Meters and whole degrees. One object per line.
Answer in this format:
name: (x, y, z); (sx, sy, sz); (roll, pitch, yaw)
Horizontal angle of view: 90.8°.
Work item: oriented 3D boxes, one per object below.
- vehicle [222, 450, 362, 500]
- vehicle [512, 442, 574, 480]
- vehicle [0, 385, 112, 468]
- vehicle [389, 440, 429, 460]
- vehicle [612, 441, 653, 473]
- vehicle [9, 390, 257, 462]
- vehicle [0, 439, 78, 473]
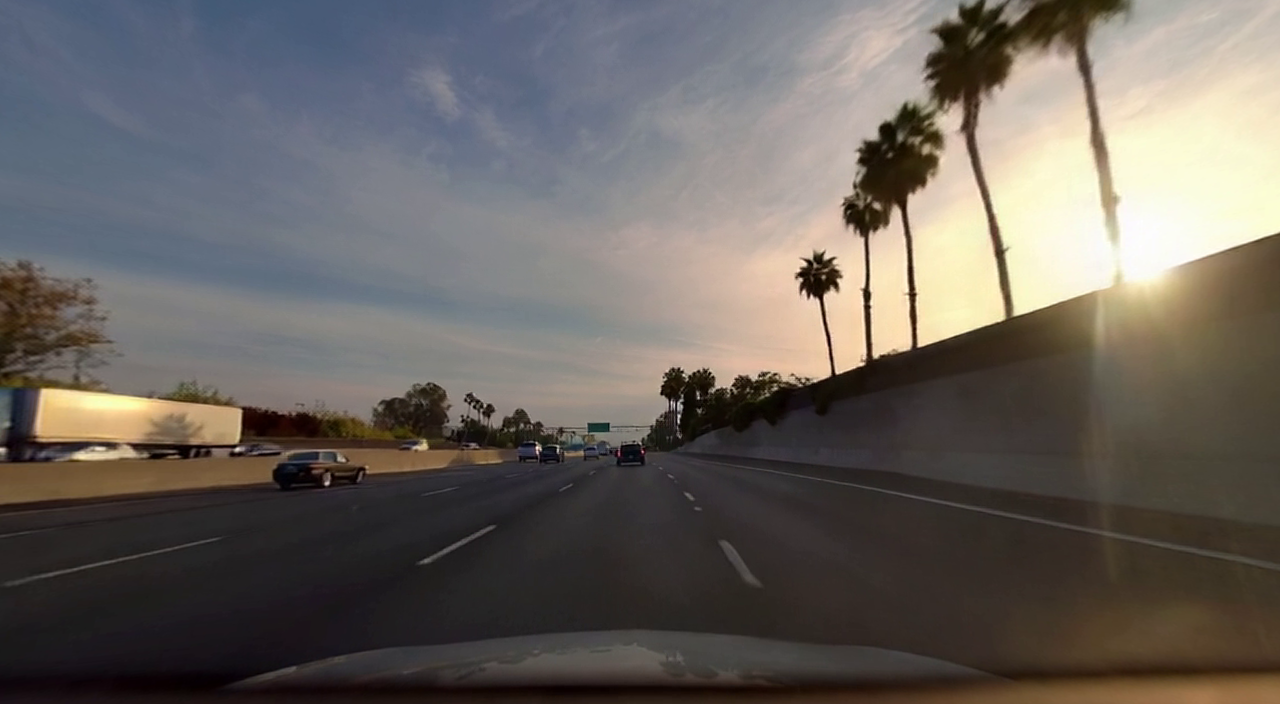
vehicle: (-11.634, 4.096, 21.592); (1.946, 1.473, 4.763); (0, -9, 2)
vehicle: (-4.579, 5.244, 30.581); (2.204, 1.677, 4.438); (0, -9, 1)
vehicle: (-32.949, 3.830, 32.127); (3.163, 4.010, 9.911); (0, -9, 3)
vehicle: (-17.994, 7.629, 49.300); (1.774, 1.453, 3.552); (0, -9, 0)
vehicle: (-0.390, 5.943, 35.972); (2.201, 1.672, 4.128); (0, -9, 0)
vehicle: (-32.844, 5.306, 43.009); (2.883, 3.957, 16.802); (0, -9, 1)
vehicle: (-29.038, 4.807, 29.287); (1.751, 1.455, 4.513); (0, -9, 1)
